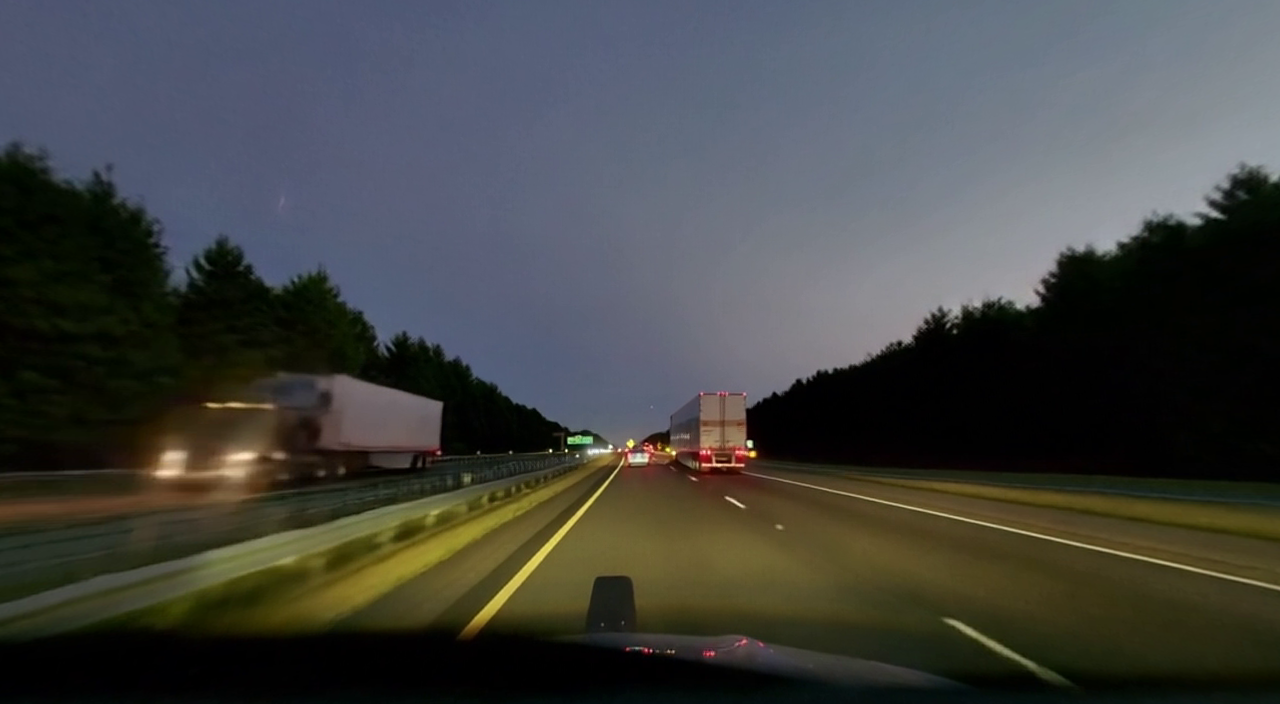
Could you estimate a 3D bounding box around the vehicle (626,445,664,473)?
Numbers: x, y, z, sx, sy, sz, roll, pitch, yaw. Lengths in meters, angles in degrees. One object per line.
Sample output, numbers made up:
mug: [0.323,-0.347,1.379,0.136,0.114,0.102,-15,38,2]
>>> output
vehicle: [0.219,6.268,37.082,2.051,1.513,4.511,0,-9,-1]

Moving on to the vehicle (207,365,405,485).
vehicle: [-12.866,3.138,25.695,2.968,4.011,9.235,0,-9,-1]

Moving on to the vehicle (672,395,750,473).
vehicle: [4.093,5.432,40.354,2.883,4.057,14.579,0,-9,-2]
